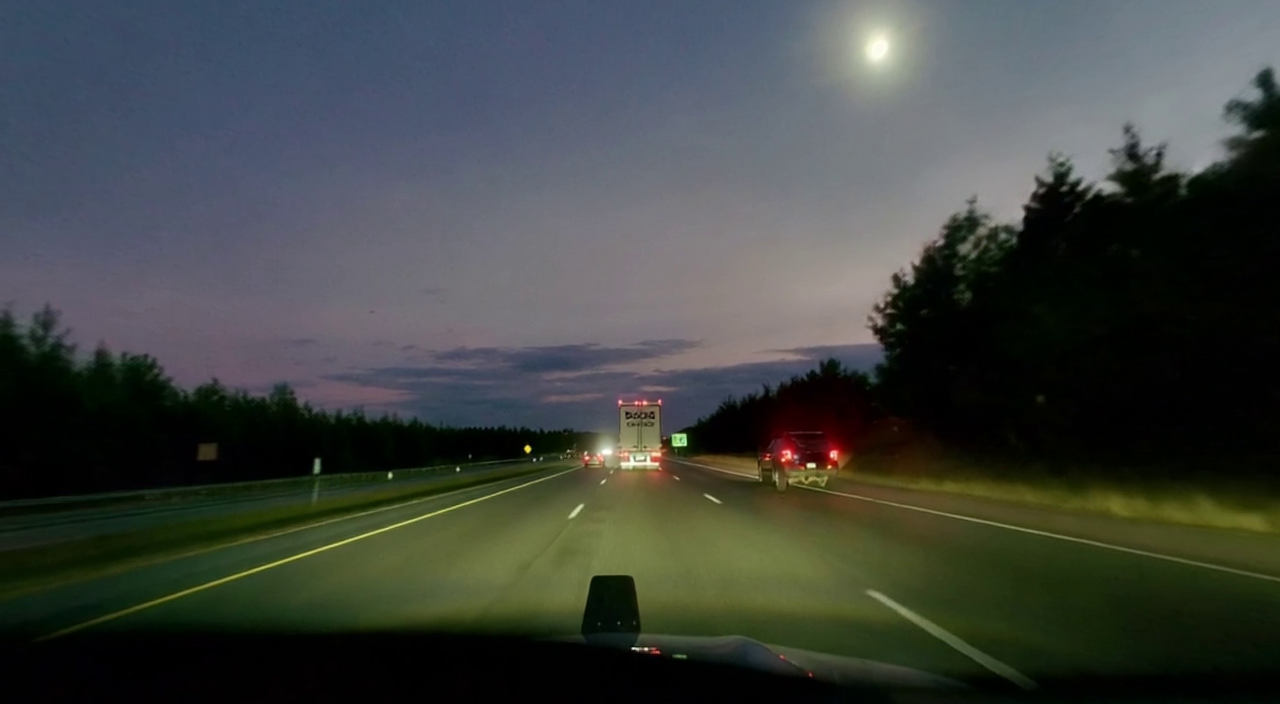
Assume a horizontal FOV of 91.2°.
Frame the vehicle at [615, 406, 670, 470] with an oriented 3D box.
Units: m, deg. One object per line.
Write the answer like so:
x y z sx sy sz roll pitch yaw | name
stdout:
0.143 6.840 48.949 3.537 4.071 17.399 0 -9 0 | vehicle
